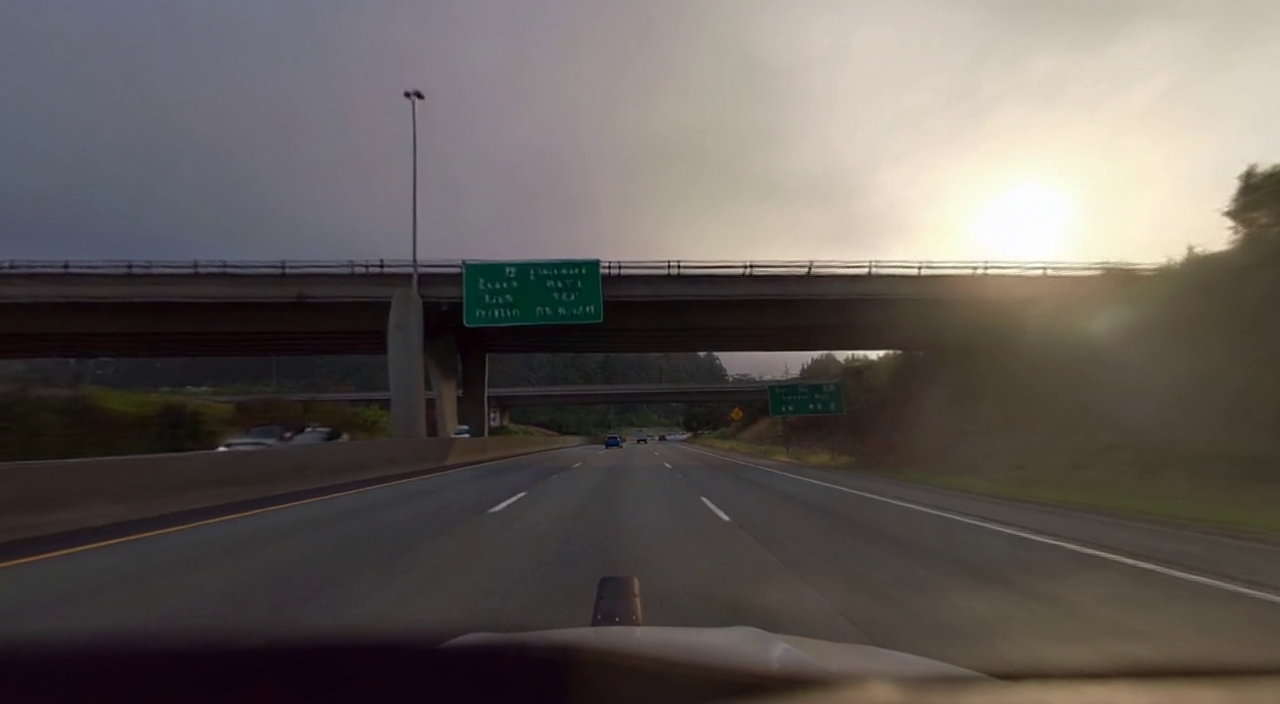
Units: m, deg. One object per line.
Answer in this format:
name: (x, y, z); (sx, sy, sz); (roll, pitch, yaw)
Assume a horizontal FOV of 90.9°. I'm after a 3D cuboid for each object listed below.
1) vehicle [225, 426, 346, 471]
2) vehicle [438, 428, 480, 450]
vehicle: (-13.304, 3.643, 24.046); (2.053, 1.538, 4.491); (0, -8, -1)
vehicle: (-13.611, 6.566, 47.628); (1.869, 1.601, 4.415); (0, -8, -1)
